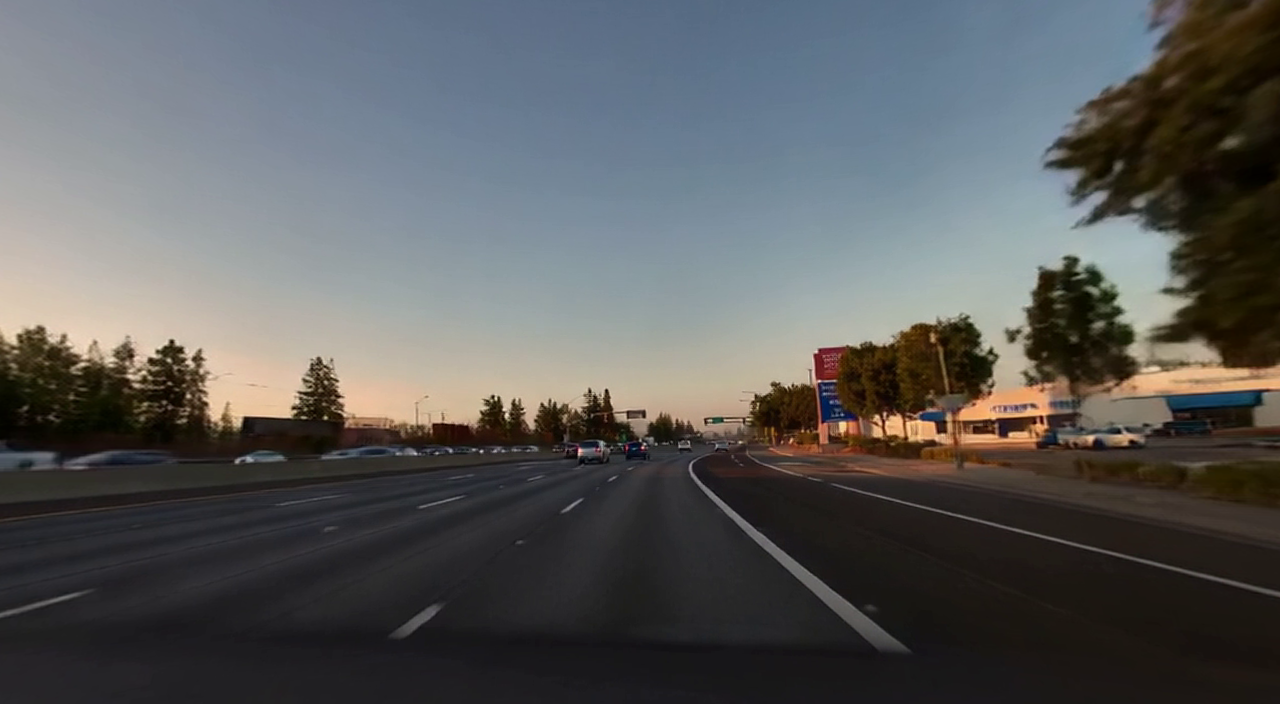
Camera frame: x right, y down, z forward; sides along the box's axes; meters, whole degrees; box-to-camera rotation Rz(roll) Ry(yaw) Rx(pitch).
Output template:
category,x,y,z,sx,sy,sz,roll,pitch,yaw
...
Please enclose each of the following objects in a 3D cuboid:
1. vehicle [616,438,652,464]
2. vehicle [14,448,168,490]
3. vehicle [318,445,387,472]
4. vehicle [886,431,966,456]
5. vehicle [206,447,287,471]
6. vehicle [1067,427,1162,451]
category,x,y,z,sx,sy,sz,roll,pitch,yaw
vehicle,-0.399,7.260,46.467,2.139,1.782,4.079,-1,-8,7
vehicle,-21.695,4.606,25.266,1.879,1.464,4.566,0,-8,4
vehicle,-17.043,6.314,37.721,1.816,1.447,4.245,-1,-8,5
vehicle,18.977,6.101,42.148,4.577,1.460,1.937,-6,-9,20
vehicle,-25.815,7.023,41.704,1.885,1.469,4.788,-1,-8,7
vehicle,31.274,5.777,41.802,4.650,1.484,1.920,-5,-10,28
